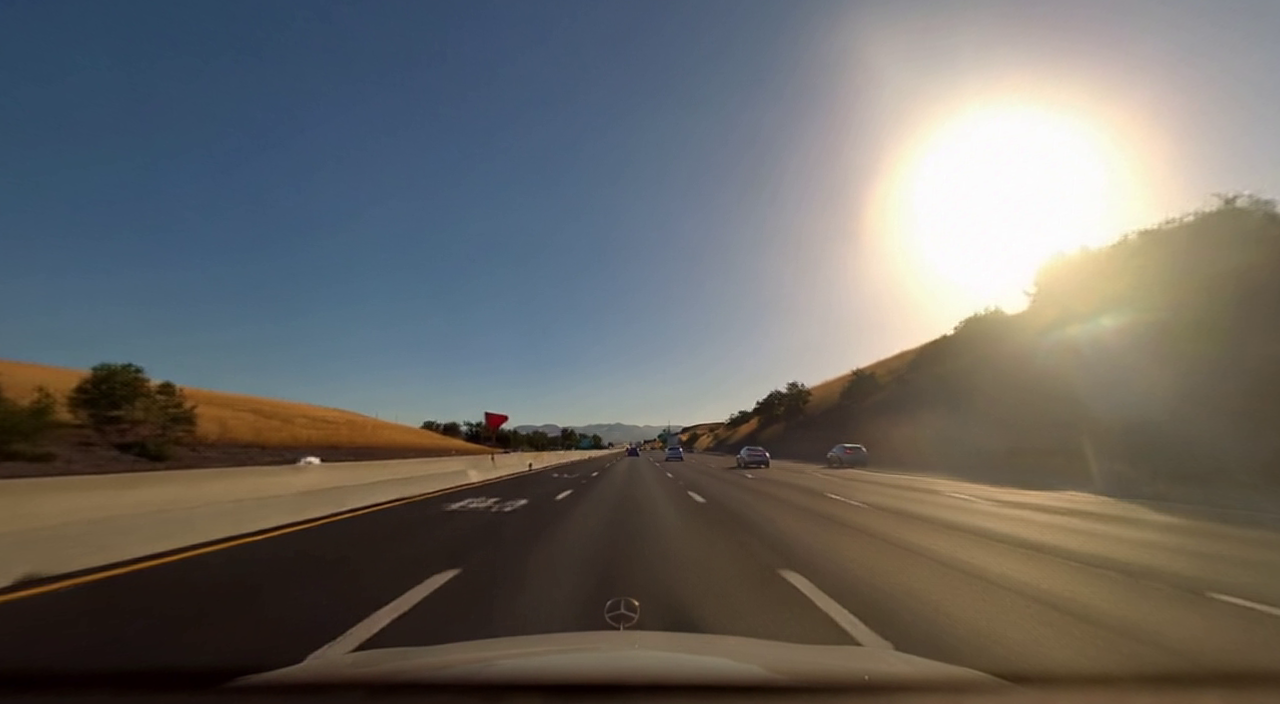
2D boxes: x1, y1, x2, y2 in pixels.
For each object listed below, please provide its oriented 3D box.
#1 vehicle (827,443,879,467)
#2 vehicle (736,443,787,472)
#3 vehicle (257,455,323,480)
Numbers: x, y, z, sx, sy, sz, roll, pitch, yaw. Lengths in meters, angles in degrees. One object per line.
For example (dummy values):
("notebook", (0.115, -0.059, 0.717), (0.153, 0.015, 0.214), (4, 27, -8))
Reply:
("vehicle", (14.675, 7.103, 43.719), (2.025, 1.595, 4.268), (0, -9, -1))
("vehicle", (6.765, 5.912, 35.557), (2.038, 1.528, 3.910), (0, -9, -1))
("vehicle", (-22.023, 7.271, 39.963), (1.714, 1.388, 4.329), (0, -8, 0))
